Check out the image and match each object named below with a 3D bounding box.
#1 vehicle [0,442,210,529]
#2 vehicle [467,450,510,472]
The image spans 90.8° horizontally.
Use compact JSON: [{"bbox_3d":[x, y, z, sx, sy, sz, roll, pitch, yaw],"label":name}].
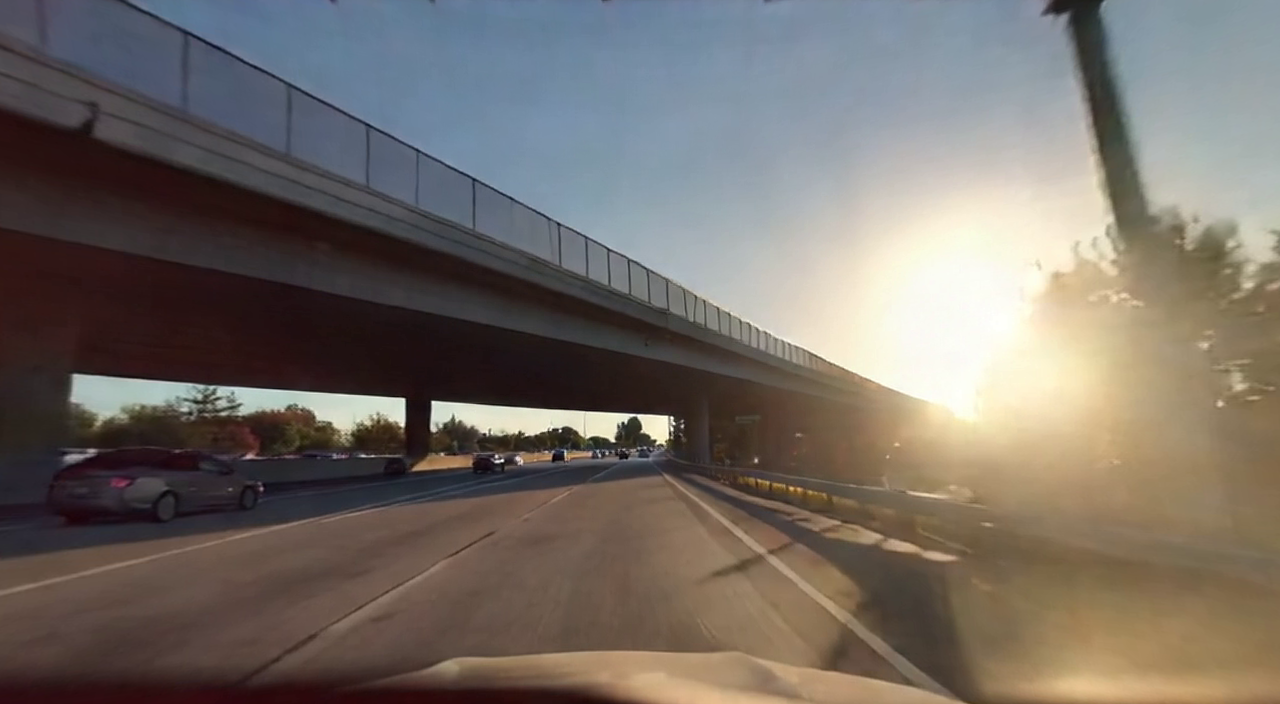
[{"bbox_3d":[-11.631,2.737,13.573,1.829,1.520,4.505,0,-9,-4],"label":"vehicle"},{"bbox_3d":[-10.850,7.820,45.526,2.271,1.537,4.029,0,-9,-2],"label":"vehicle"}]
